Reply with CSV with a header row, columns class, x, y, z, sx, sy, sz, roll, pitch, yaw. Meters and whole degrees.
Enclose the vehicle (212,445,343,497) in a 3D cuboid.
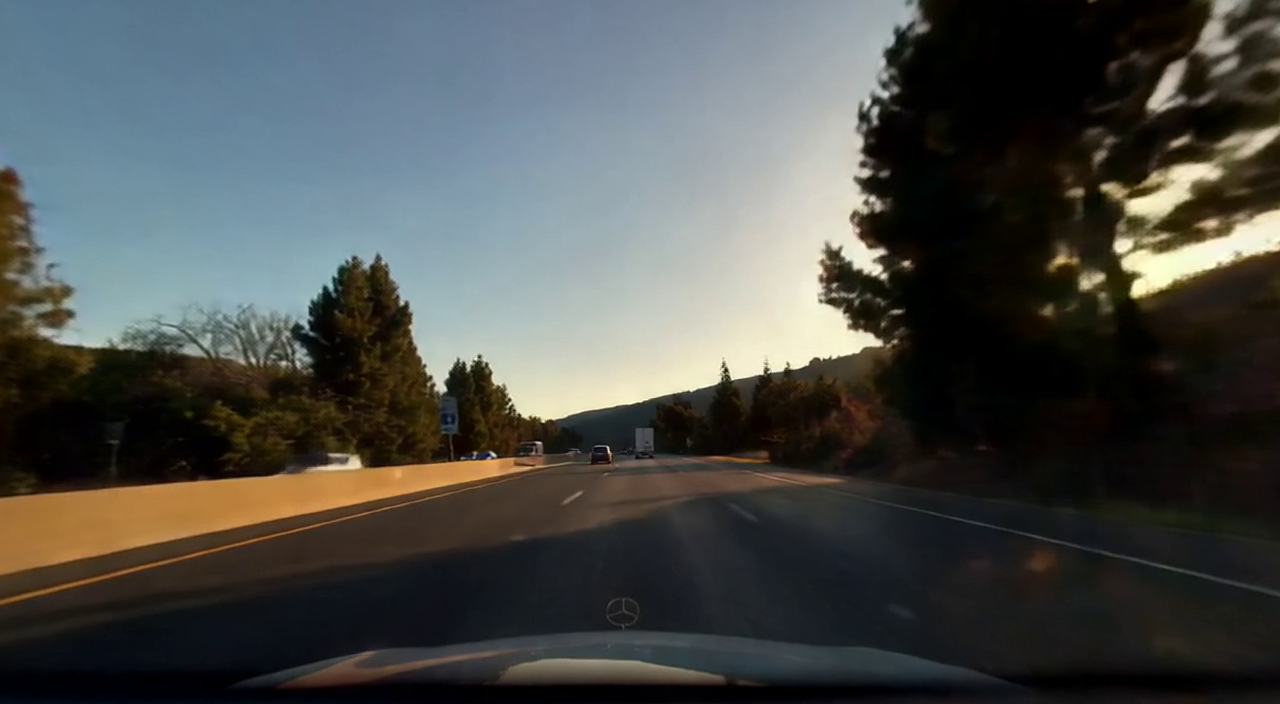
class,x,y,z,sx,sy,sz,roll,pitch,yaw
vehicle,-12.629,4.138,22.404,1.892,1.620,4.611,-1,-9,1
